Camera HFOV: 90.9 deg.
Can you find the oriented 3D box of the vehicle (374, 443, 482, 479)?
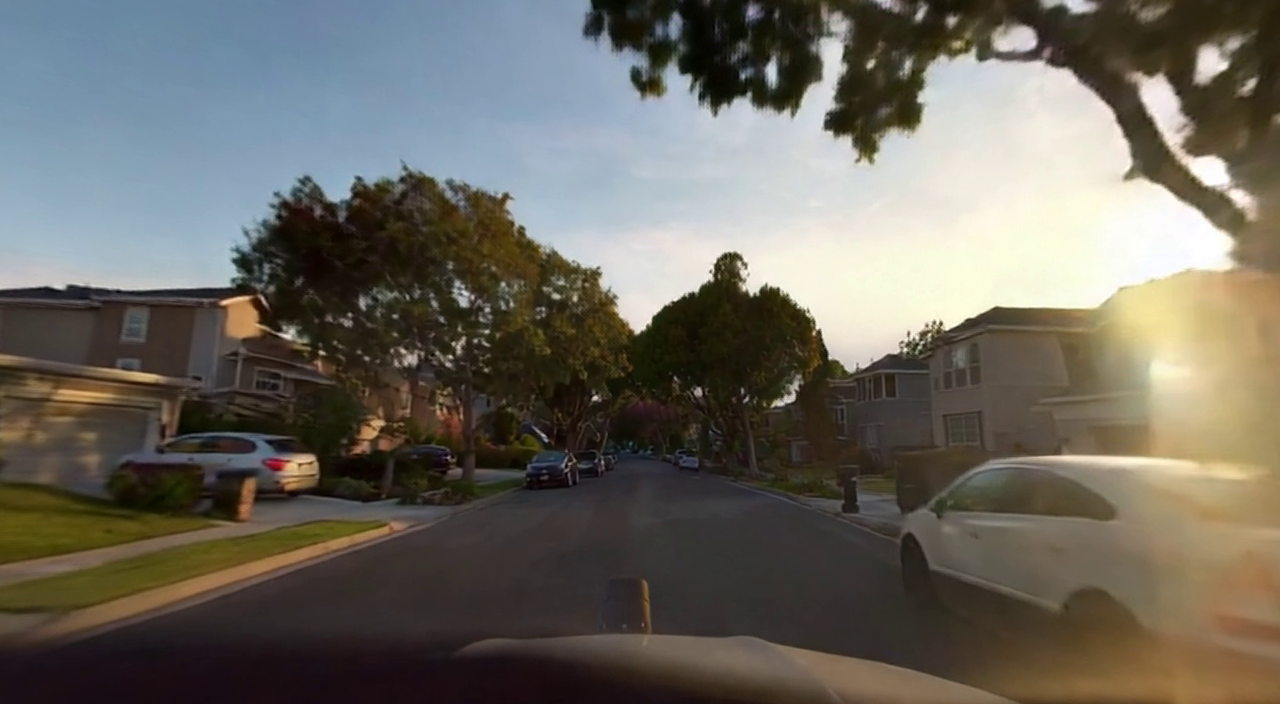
[{"bbox_3d":[-10.101,5.208,30.271,4.414,1.658,1.988,0,-9,0],"label":"vehicle"}]

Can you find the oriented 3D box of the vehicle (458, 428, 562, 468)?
[{"bbox_3d":[-9.280,6.952,45.659,6.780,2.770,2.970,0,-9,2],"label":"vehicle"}]

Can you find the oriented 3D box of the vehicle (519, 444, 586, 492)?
[{"bbox_3d":[-3.306,4.506,24.607,1.974,1.664,4.539,0,-10,0],"label":"vehicle"}]

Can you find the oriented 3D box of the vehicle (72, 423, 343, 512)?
[{"bbox_3d":[-9.230,2.465,13.727,4.480,1.740,1.988,-1,-9,5],"label":"vehicle"}]

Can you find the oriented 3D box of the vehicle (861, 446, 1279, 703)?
[{"bbox_3d":[3.372,1.411,4.583,1.996,1.409,4.446,0,-9,1],"label":"vehicle"}]
